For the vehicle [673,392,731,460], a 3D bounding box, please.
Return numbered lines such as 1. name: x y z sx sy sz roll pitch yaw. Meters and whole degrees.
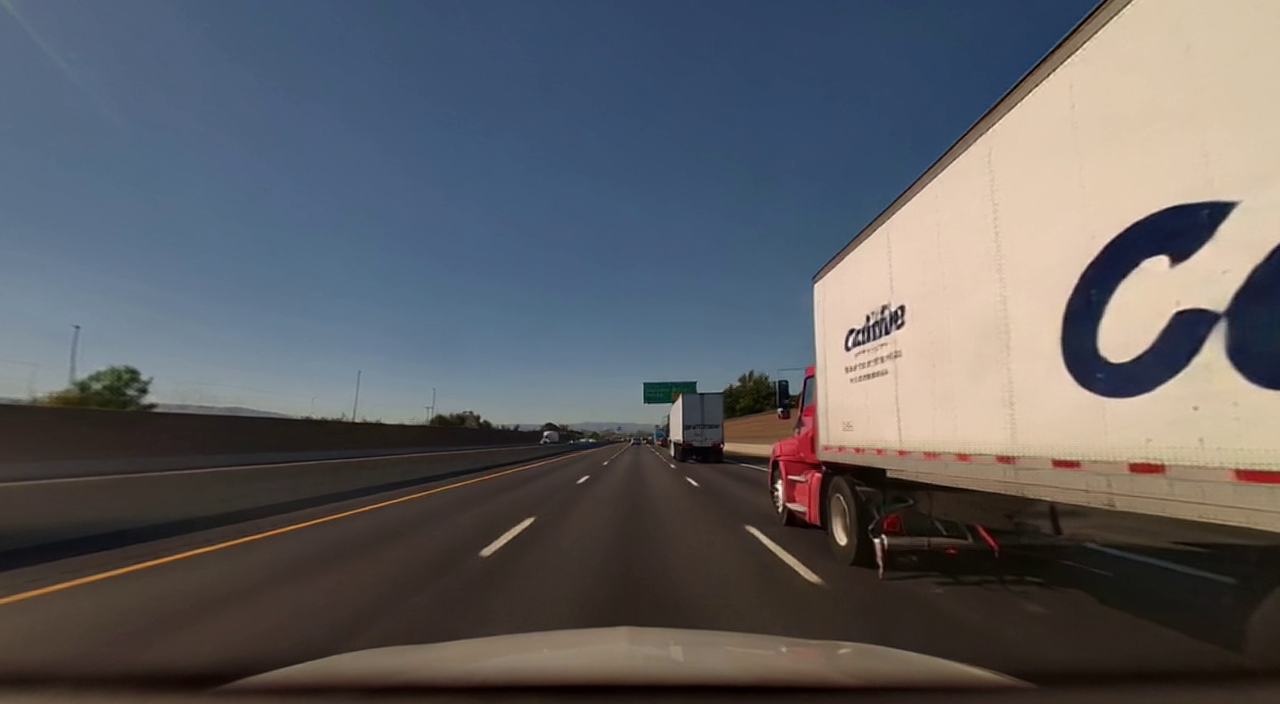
1. vehicle: 3.844 4.986 41.402 2.840 3.947 8.920 0 -8 0
